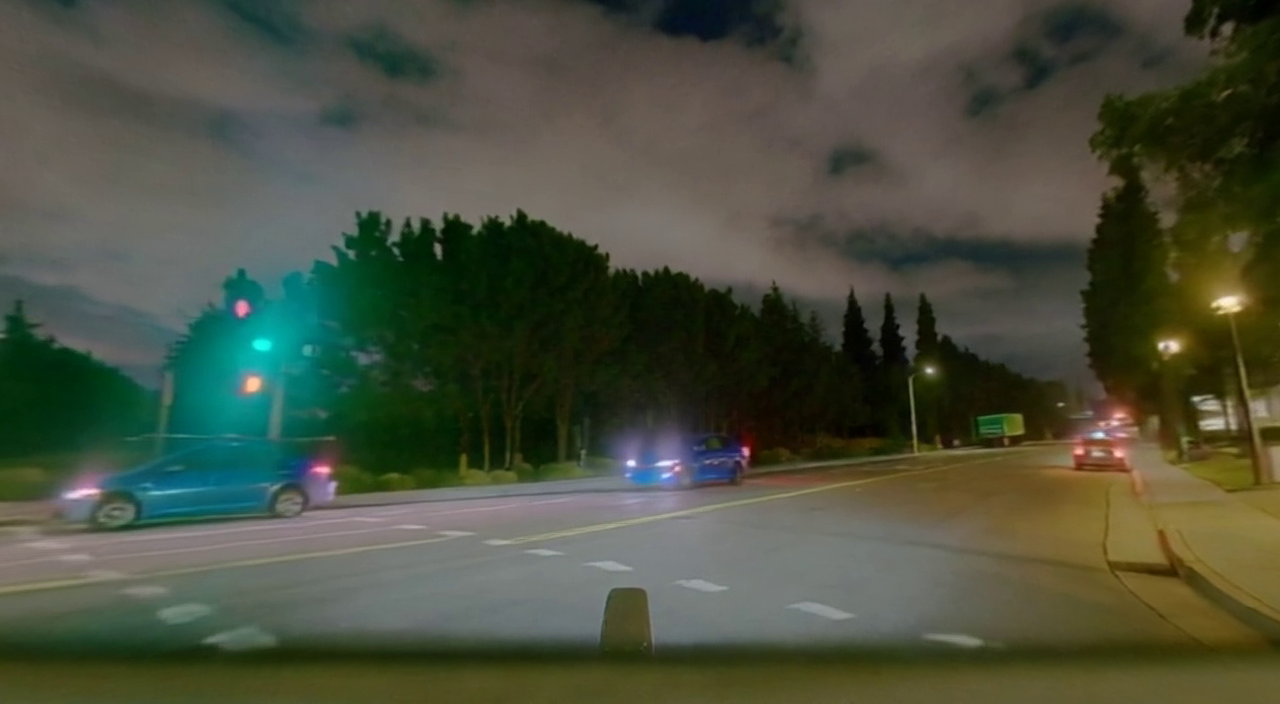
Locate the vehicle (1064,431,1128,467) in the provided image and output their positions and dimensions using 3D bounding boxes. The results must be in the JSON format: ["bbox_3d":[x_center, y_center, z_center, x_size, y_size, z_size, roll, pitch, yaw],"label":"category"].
[{"bbox_3d":[20.738,4.398,28.691,2.098,1.509,4.389,-6,-10,35],"label":"vehicle"}]

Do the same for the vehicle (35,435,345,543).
[{"bbox_3d":[-7.222,2.110,10.394,1.757,1.410,3.816,-8,-12,44],"label":"vehicle"}]

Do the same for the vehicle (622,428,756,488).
[{"bbox_3d":[1.701,3.385,20.499,2.145,1.687,4.662,-7,-10,37],"label":"vehicle"}]
